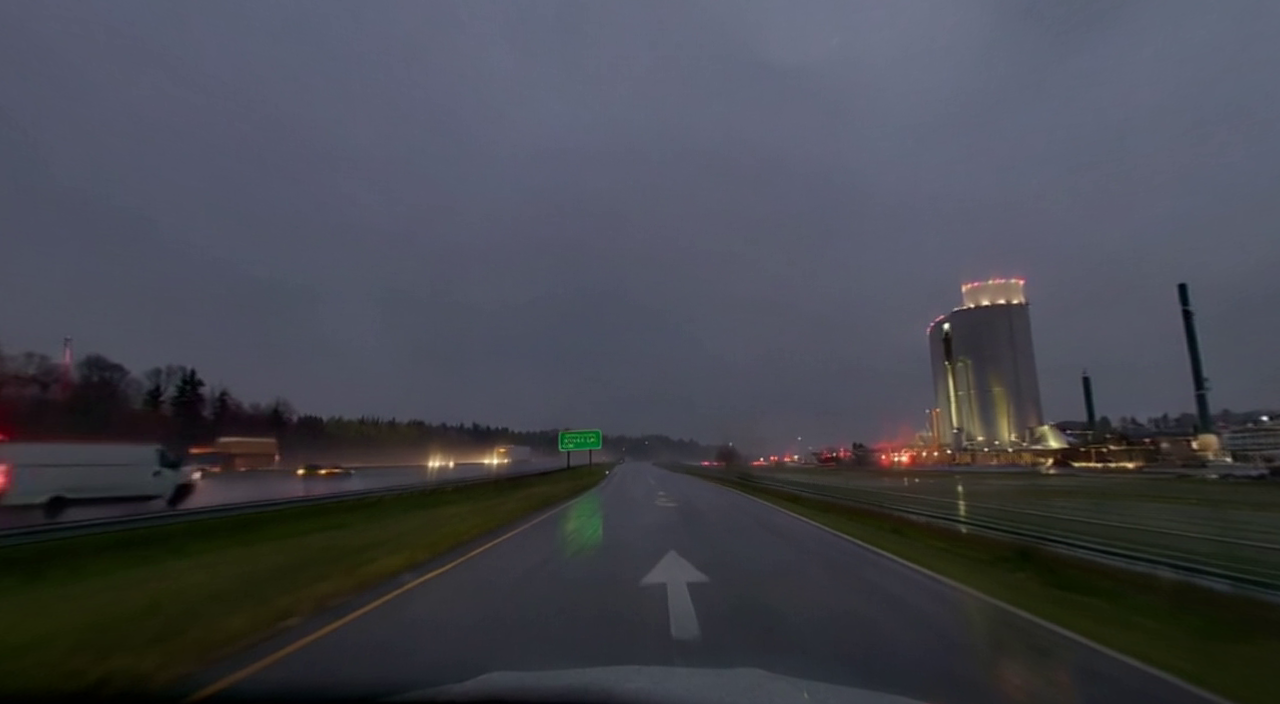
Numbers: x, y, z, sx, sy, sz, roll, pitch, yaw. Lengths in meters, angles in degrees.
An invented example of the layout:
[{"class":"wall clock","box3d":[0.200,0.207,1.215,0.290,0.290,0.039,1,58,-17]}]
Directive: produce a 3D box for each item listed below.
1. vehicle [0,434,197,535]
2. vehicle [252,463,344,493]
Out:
[{"class":"vehicle","box3d":[-18.164,4.008,19.680,2.344,2.702,7.709,-1,-9,7]},{"class":"vehicle","box3d":[-19.623,7.218,36.496,2.230,1.503,4.692,-2,-9,8]}]
